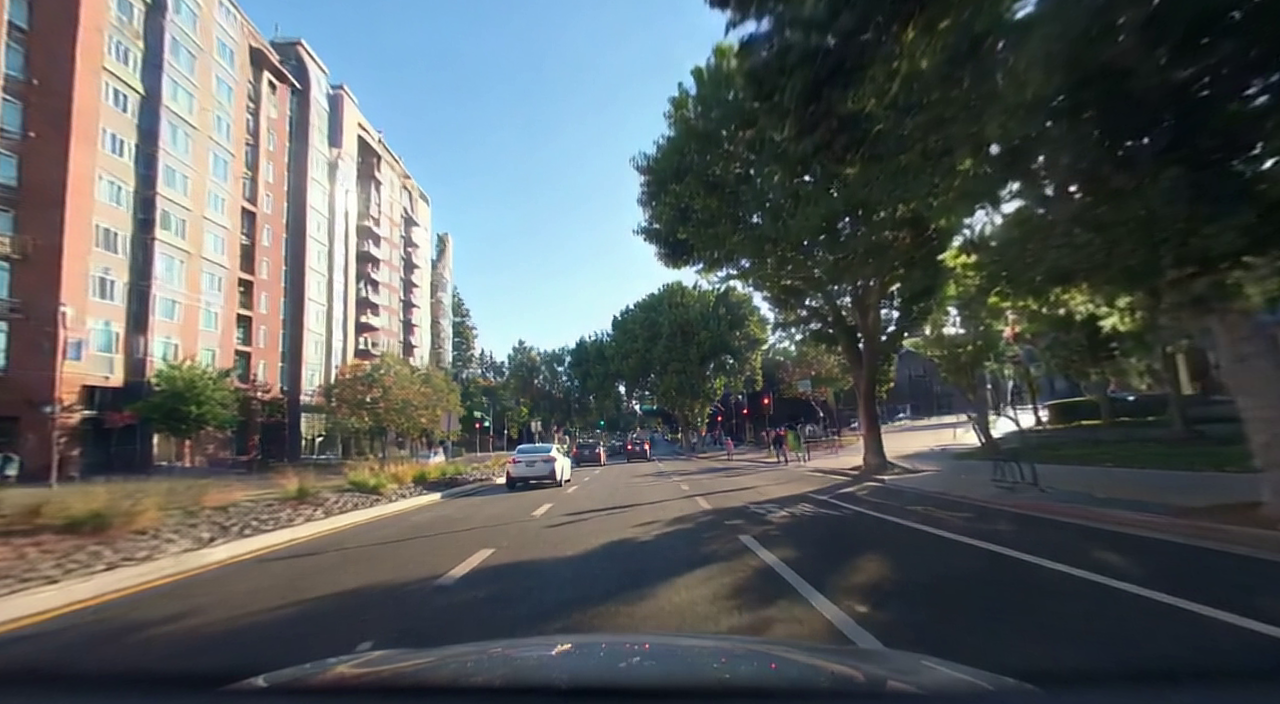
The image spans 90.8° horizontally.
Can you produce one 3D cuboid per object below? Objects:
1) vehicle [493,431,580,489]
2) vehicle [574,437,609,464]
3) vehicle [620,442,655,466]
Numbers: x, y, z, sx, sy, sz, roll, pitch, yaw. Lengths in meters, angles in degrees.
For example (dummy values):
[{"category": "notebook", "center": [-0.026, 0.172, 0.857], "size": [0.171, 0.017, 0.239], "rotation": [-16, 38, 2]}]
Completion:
[{"category": "vehicle", "center": [-3.327, 3.577, 21.236], "size": [2.116, 1.725, 4.315], "rotation": [0, -8, 1]}, {"category": "vehicle", "center": [-3.439, 7.092, 45.457], "size": [2.152, 1.802, 4.628], "rotation": [0, -9, 0]}, {"category": "vehicle", "center": [-0.159, 6.353, 39.547], "size": [2.095, 1.438, 3.843], "rotation": [0, -8, 0]}]
